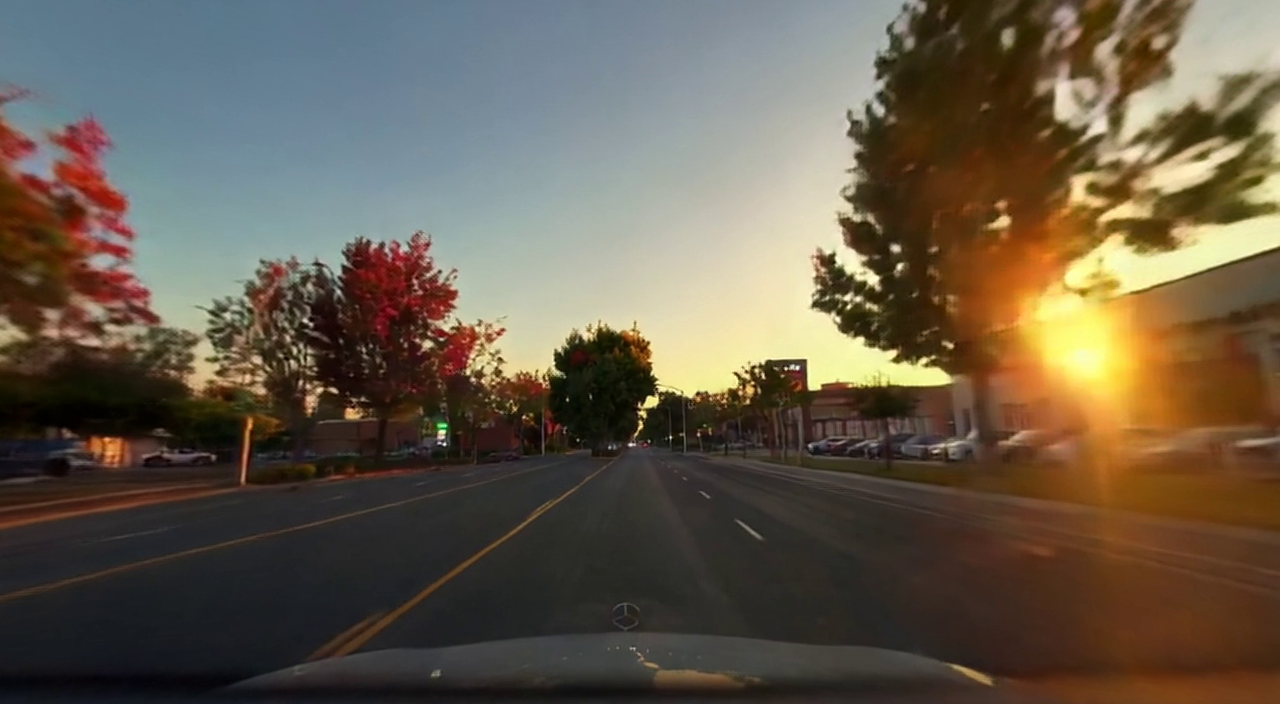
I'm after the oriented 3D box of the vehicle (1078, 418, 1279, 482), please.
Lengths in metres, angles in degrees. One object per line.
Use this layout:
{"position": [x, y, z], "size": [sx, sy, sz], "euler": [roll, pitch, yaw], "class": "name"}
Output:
{"position": [15.437, 2.781, 18.034], "size": [4.339, 1.673, 2.018], "euler": [0, -8, -2], "class": "vehicle"}
